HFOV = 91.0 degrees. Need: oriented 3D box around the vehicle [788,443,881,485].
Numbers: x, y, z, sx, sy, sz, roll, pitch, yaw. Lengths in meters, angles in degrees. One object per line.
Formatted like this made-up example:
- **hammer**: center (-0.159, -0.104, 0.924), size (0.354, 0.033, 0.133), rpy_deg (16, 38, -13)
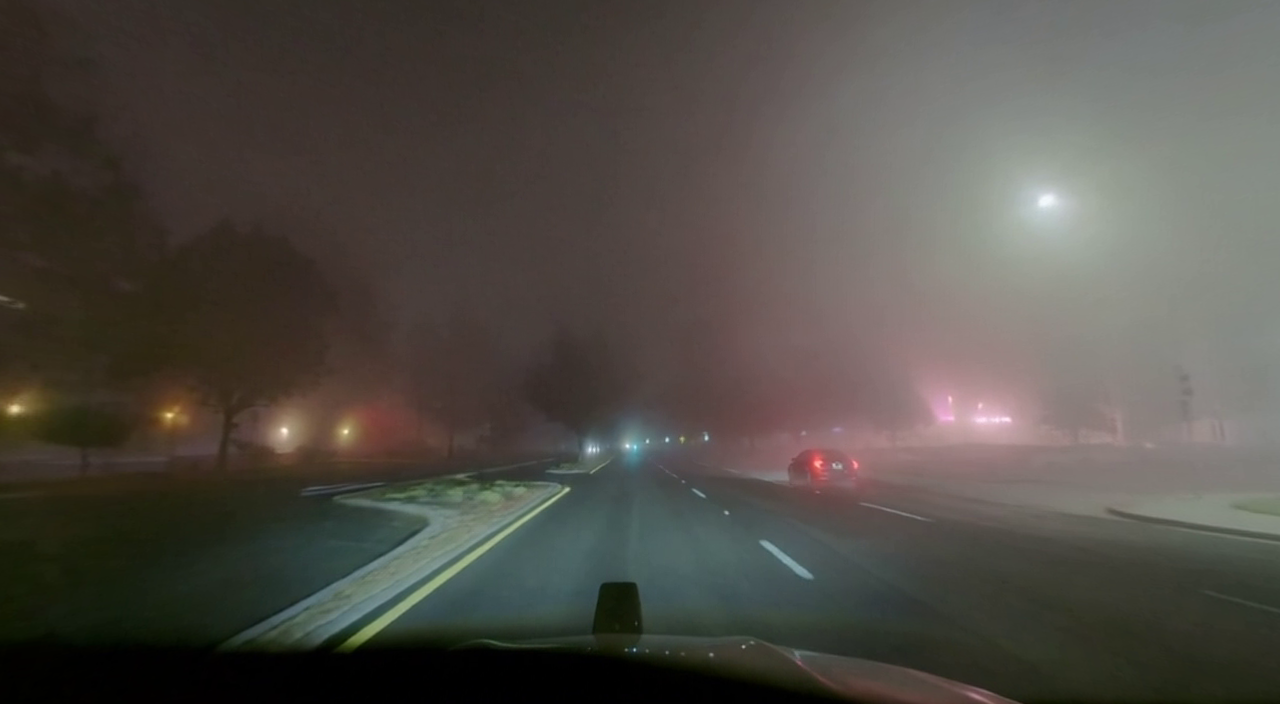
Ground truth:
- **vehicle**: center (7.301, 4.234, 24.202), size (2.054, 1.421, 4.487), rpy_deg (0, -8, -1)
